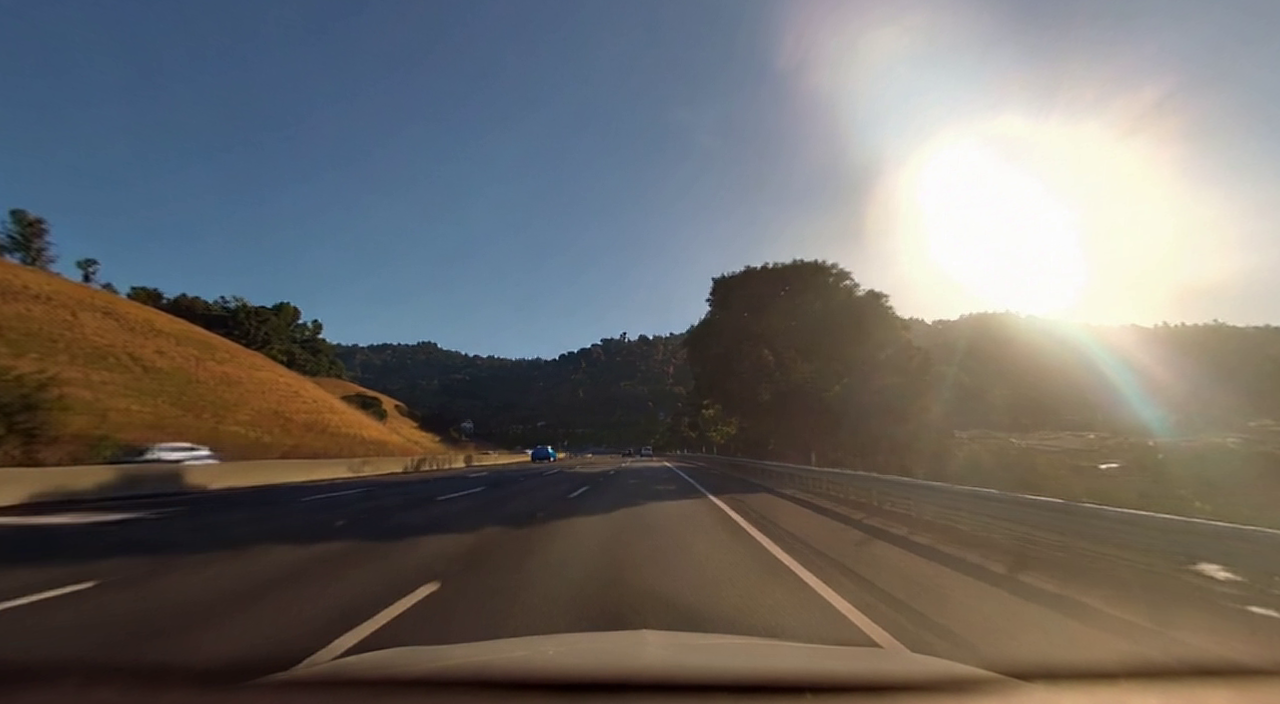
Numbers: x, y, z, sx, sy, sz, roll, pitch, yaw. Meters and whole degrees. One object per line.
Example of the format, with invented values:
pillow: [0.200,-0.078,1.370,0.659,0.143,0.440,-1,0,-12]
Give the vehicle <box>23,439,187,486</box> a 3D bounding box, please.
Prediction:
vehicle: [-19.570,4.041,23.417,1.851,1.545,4.735,0,-8,1]
